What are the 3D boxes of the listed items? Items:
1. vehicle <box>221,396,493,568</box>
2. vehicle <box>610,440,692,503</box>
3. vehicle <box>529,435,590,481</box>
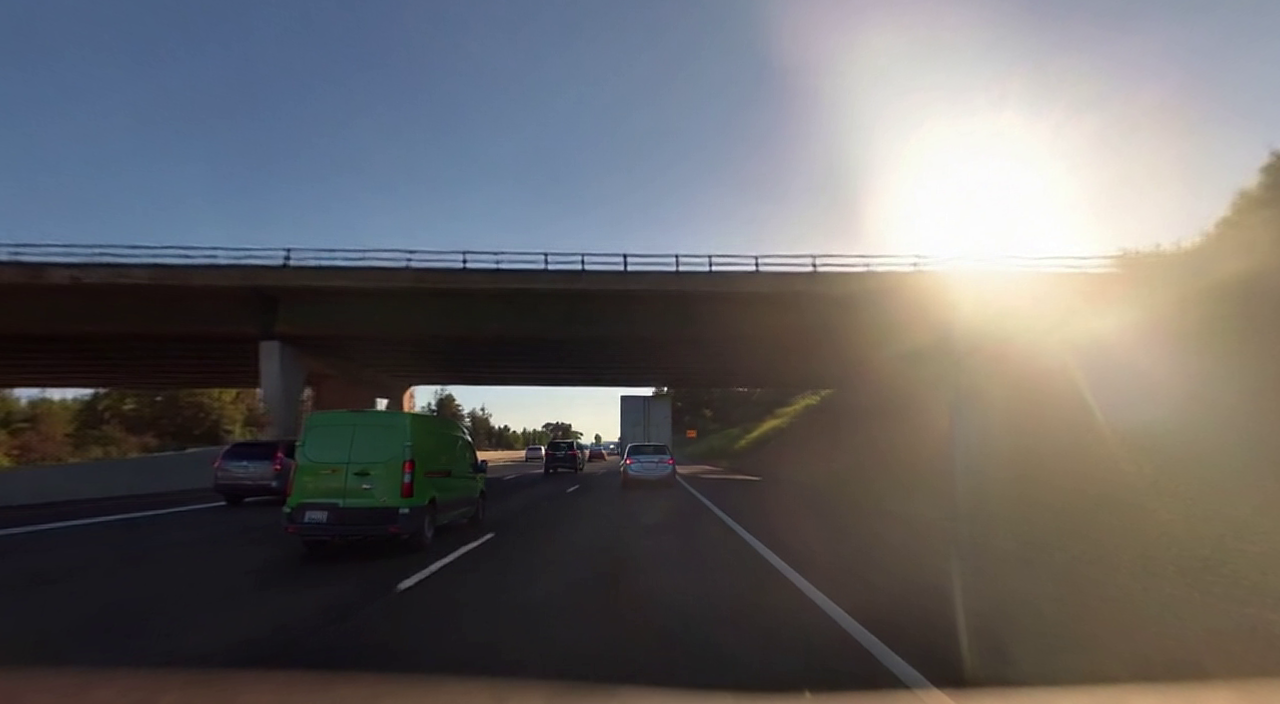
[{"bbox_3d":[-3.587,1.738,8.985,1.951,1.882,3.979,0,-9,1],"label":"vehicle"},{"bbox_3d":[0.252,3.183,17.109,1.991,1.507,3.391,0,-9,-1],"label":"vehicle"},{"bbox_3d":[-3.419,4.616,27.630,2.068,1.862,4.234,0,-9,1],"label":"vehicle"}]
